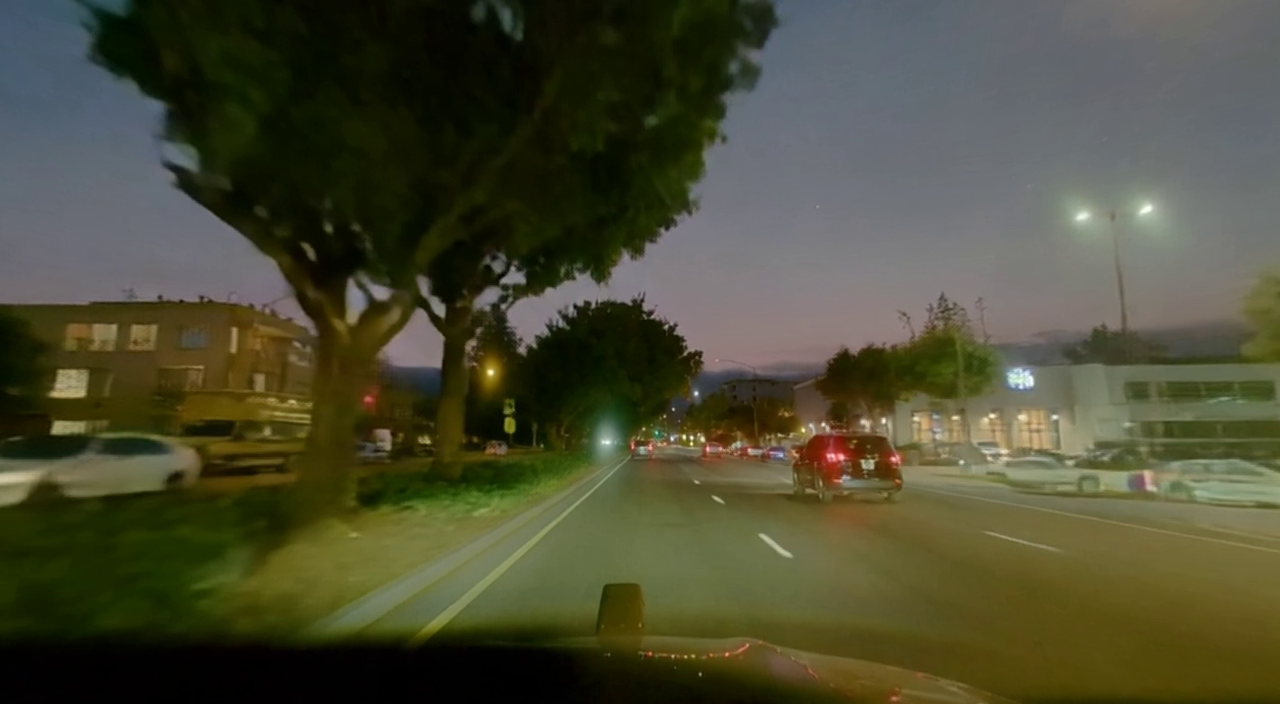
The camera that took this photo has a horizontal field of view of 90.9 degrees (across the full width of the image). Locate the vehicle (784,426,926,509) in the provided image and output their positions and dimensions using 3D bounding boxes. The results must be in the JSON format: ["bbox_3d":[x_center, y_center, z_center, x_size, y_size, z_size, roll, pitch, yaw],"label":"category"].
[{"bbox_3d":[4.823,2.643,14.828,2.072,1.669,3.836,0,-8,2],"label":"vehicle"}]

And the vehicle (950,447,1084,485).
[{"bbox_3d":[17.230,5.160,29.015,1.924,1.561,4.849,8,-11,-42],"label":"vehicle"}]

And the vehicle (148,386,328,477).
[{"bbox_3d":[-18.798,3.899,30.466,3.086,3.767,8.298,0,-8,0],"label":"vehicle"}]

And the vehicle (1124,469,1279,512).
[{"bbox_3d":[20.167,4.833,22.170,4.671,1.349,1.976,0,-8,-1],"label":"vehicle"}]

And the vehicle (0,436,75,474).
[{"bbox_3d":[-25.845,4.132,25.549,4.063,1.459,2.004,0,-8,4],"label":"vehicle"}]
